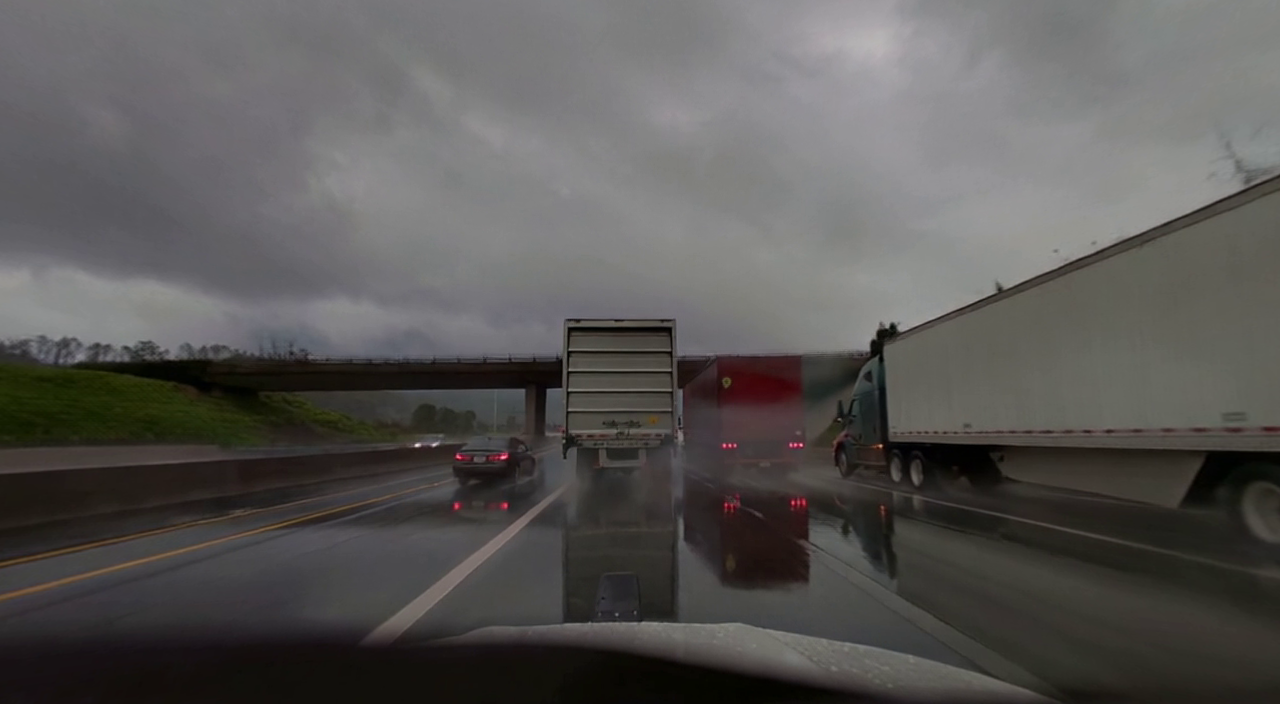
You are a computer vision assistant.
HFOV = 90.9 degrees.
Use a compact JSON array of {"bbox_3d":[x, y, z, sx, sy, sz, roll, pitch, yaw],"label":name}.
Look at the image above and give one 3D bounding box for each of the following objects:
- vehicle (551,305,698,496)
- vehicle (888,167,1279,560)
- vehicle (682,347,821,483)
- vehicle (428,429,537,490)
[{"bbox_3d":[-0.536,1.724,18.759,3.090,4.065,10.702,0,-8,-2],"label":"vehicle"},{"bbox_3d":[8.209,0.576,10.027,3.000,4.114,13.063,0,-8,-1],"label":"vehicle"},{"bbox_3d":[3.550,2.543,23.701,2.817,3.886,11.491,0,-8,-2],"label":"vehicle"},{"bbox_3d":[-4.163,2.884,17.332,2.049,1.483,3.786,0,-8,0],"label":"vehicle"}]
